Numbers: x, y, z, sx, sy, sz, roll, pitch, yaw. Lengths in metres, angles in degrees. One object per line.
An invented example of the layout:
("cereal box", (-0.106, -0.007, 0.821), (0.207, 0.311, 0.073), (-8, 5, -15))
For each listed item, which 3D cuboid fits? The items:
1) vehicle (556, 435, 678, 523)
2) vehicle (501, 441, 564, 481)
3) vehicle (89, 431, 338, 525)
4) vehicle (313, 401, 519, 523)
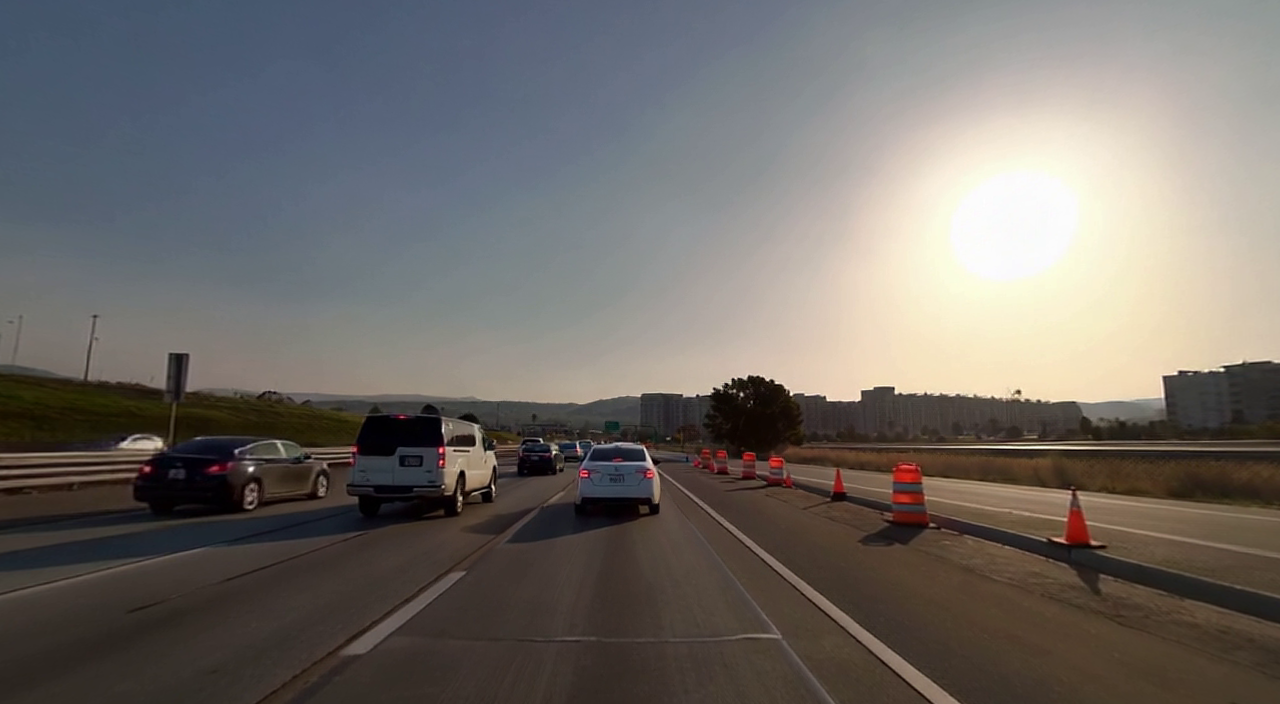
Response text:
("vehicle", (-0.434, 2.466, 12.815), (2.069, 1.484, 3.918), (0, -8, -1))
("vehicle", (-4.224, 4.310, 25.341), (1.824, 1.459, 4.007), (0, -9, 0))
("vehicle", (-7.974, 2.369, 12.462), (1.930, 1.506, 4.279), (0, -9, 0))
("vehicle", (-4.275, 2.262, 13.455), (2.324, 2.012, 5.740), (0, -9, -1))
